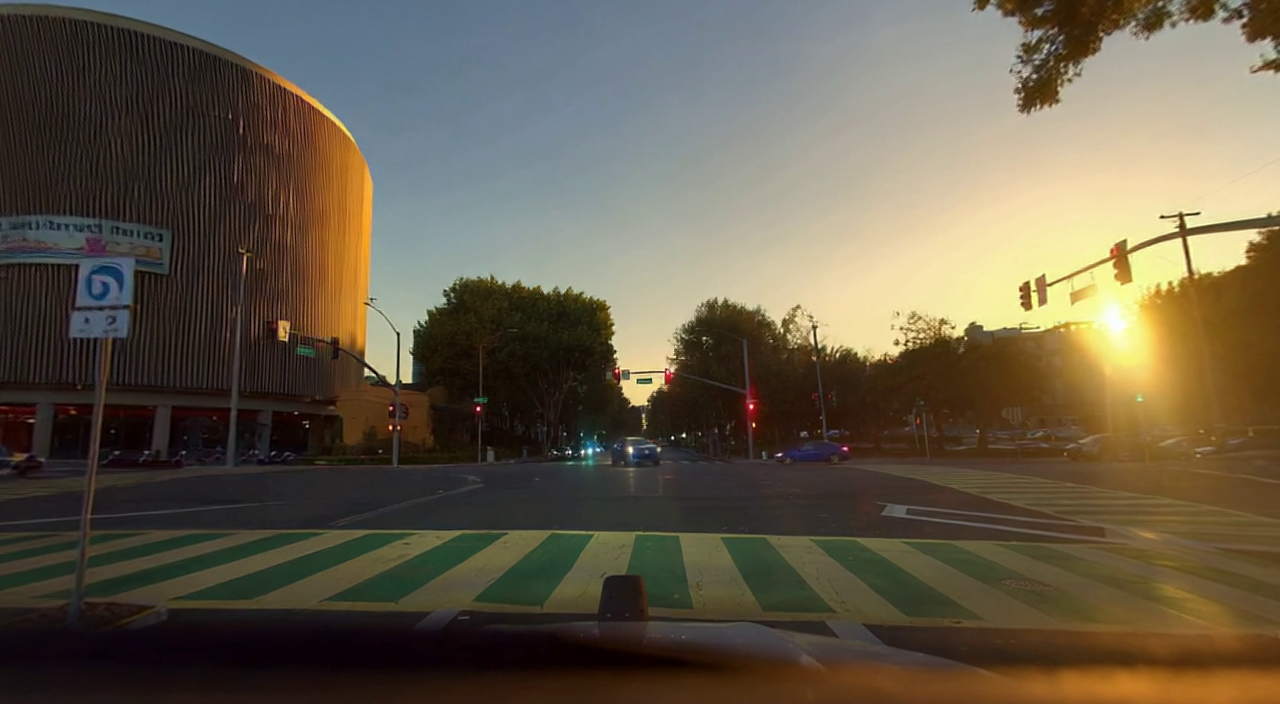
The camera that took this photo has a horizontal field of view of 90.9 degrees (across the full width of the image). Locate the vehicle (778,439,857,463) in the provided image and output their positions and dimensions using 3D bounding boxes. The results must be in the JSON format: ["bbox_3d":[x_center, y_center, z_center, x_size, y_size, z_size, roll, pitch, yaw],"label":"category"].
[{"bbox_3d":[11.085,6.209,39.680,4.529,1.457,1.981,-2,-9,10],"label":"vehicle"}]

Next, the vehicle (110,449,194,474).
[{"bbox_3d":[-33.073,7.403,42.756,4.136,1.661,1.857,0,-8,1],"label":"vehicle"}]

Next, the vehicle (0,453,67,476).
[{"bbox_3d":[-41.657,7.631,42.770,3.698,1.467,1.779,0,-8,1],"label":"vehicle"}]

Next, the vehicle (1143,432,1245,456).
[{"bbox_3d":[36.149,6.016,41.205,4.767,1.456,1.858,0,-8,3],"label":"vehicle"}]

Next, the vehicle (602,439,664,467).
[{"bbox_3d":[-0.494,5.634,35.274,2.280,1.454,4.836,2,-9,-16],"label":"vehicle"}]
